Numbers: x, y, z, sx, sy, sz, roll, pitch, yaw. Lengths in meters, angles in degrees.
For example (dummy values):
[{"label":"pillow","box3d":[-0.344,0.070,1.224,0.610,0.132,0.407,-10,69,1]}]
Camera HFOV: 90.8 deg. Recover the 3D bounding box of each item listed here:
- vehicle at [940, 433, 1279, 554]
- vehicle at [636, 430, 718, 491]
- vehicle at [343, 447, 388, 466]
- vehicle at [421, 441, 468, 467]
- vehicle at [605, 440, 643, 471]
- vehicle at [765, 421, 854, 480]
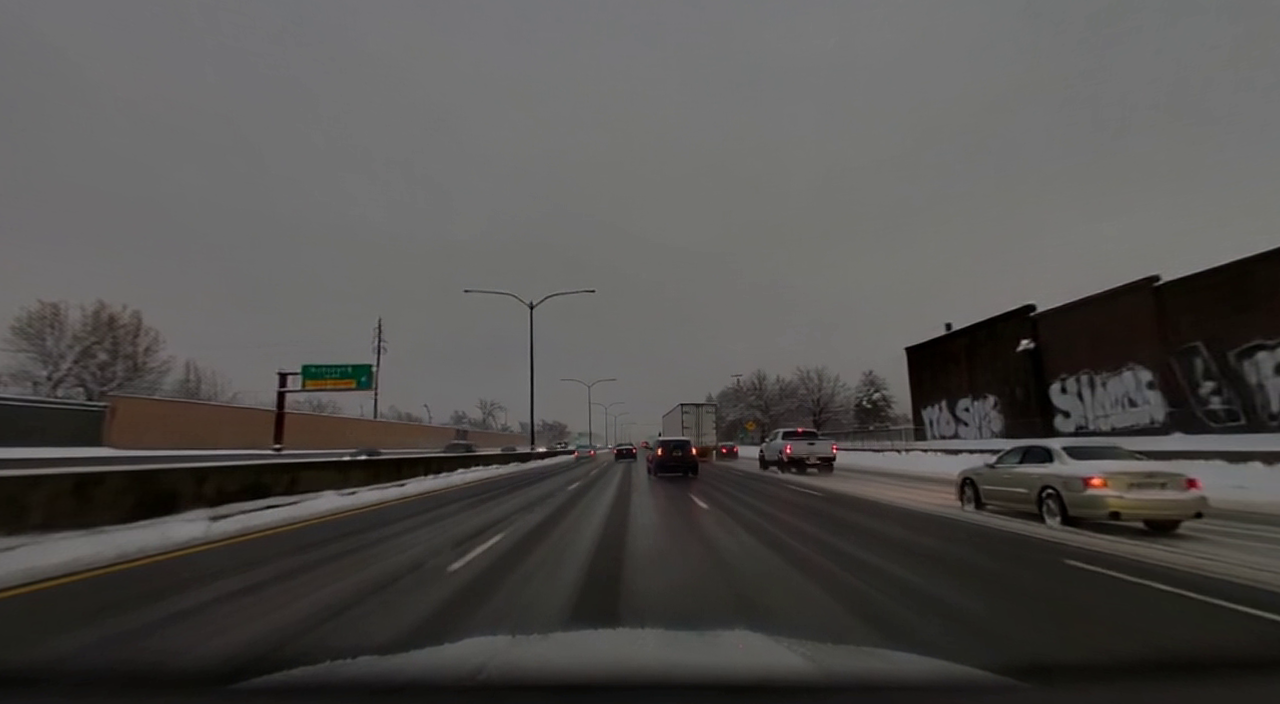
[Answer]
[{"label":"vehicle","box3d":[6.994,2.108,10.201,1.915,1.476,4.677,0,-9,-1]},{"label":"vehicle","box3d":[1.113,3.706,21.923,2.249,1.843,5.176,0,-9,-3]},{"label":"vehicle","box3d":[-21.351,8.140,49.278,1.816,1.433,3.861,0,-9,-1]},{"label":"vehicle","box3d":[-10.825,5.668,35.189,1.610,1.395,3.344,0,-9,-1]},{"label":"vehicle","box3d":[-0.905,5.936,36.251,2.073,1.640,3.990,0,-9,-1]},{"label":"vehicle","box3d":[7.522,4.489,28.927,2.322,2.360,6.433,0,-9,0]}]
